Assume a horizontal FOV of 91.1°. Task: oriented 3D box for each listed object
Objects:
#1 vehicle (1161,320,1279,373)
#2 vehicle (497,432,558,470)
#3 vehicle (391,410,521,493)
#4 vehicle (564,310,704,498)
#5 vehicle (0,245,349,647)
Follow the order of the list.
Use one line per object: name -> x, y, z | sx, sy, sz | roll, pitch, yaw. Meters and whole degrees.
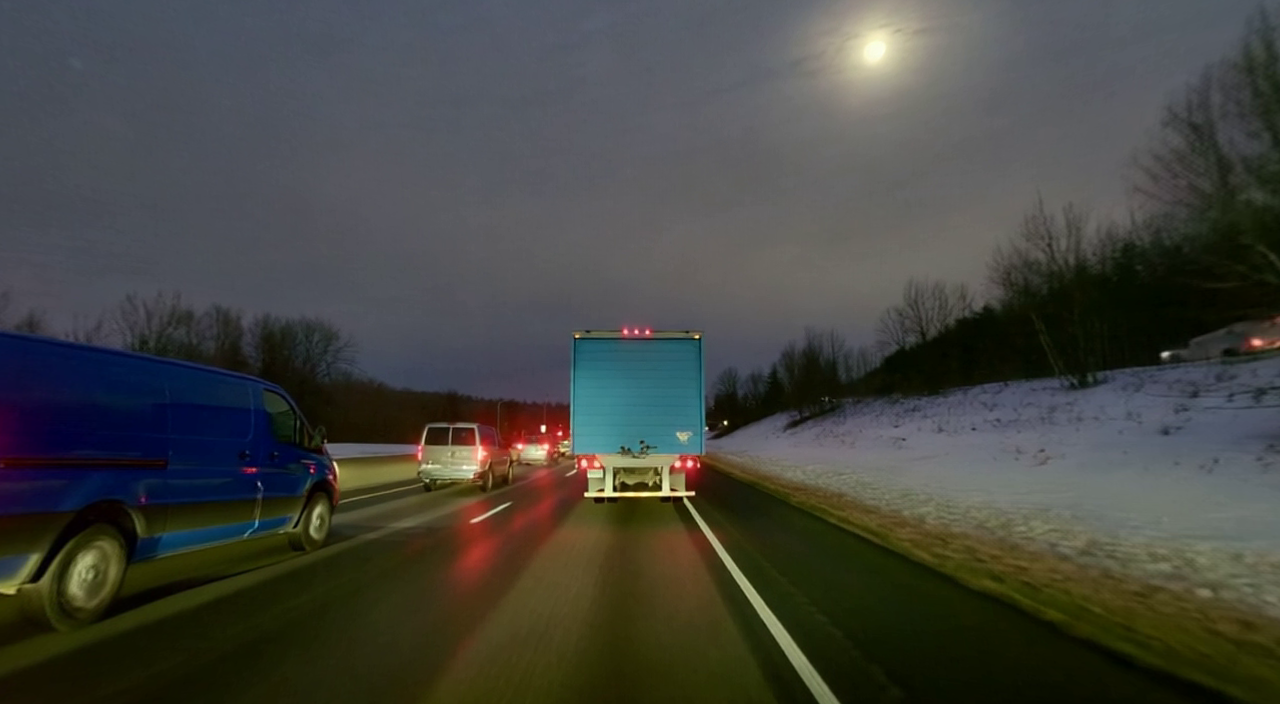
vehicle -> 26.698, -0.147, 28.847 | 2.034, 1.625, 4.809 | 5, -7, 8
vehicle -> -4.901, 4.371, 28.041 | 1.931, 1.539, 4.441 | 0, -8, 0
vehicle -> -4.932, 2.751, 17.760 | 2.168, 1.985, 4.952 | 0, -8, 0
vehicle -> -0.106, 1.749, 18.544 | 2.953, 4.041, 10.072 | 0, -8, 0
vehicle -> -5.278, 0.847, 5.856 | 2.478, 2.515, 5.438 | 0, -8, 0
